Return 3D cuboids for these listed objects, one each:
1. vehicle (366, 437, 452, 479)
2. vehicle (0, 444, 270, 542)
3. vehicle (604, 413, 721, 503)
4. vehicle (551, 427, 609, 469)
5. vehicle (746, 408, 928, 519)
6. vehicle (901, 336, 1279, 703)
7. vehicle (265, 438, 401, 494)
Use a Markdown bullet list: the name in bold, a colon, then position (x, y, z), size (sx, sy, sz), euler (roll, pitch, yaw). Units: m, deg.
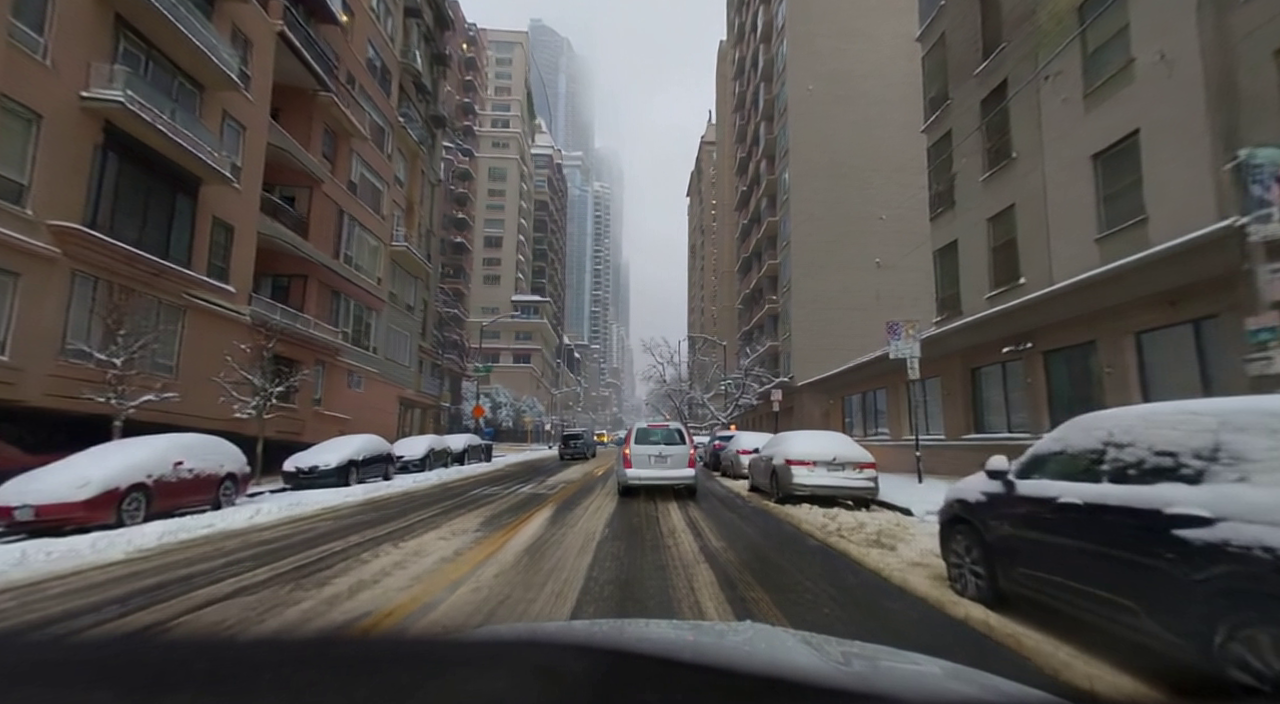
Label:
- **vehicle**: position (-9.289, 4.282, 25.745), size (1.955, 1.555, 4.424), euler (0, -8, -2)
- **vehicle**: position (-9.265, 2.490, 11.885), size (2.021, 1.474, 4.337), euler (0, -8, -2)
- **vehicle**: position (0.463, 2.368, 14.371), size (2.261, 1.740, 4.065), euler (0, -8, 1)
- **vehicle**: position (-2.663, 4.393, 28.897), size (2.219, 1.746, 4.197), euler (0, -8, 0)
- **vehicle**: position (3.654, 2.181, 12.801), size (2.158, 1.828, 4.573), euler (0, -8, 0)
- **vehicle**: position (3.635, 0.977, 3.758), size (2.076, 1.722, 4.721), euler (0, -8, -1)
- **vehicle**: position (-9.391, 3.492, 19.761), size (2.002, 1.546, 4.339), euler (0, -8, 1)
